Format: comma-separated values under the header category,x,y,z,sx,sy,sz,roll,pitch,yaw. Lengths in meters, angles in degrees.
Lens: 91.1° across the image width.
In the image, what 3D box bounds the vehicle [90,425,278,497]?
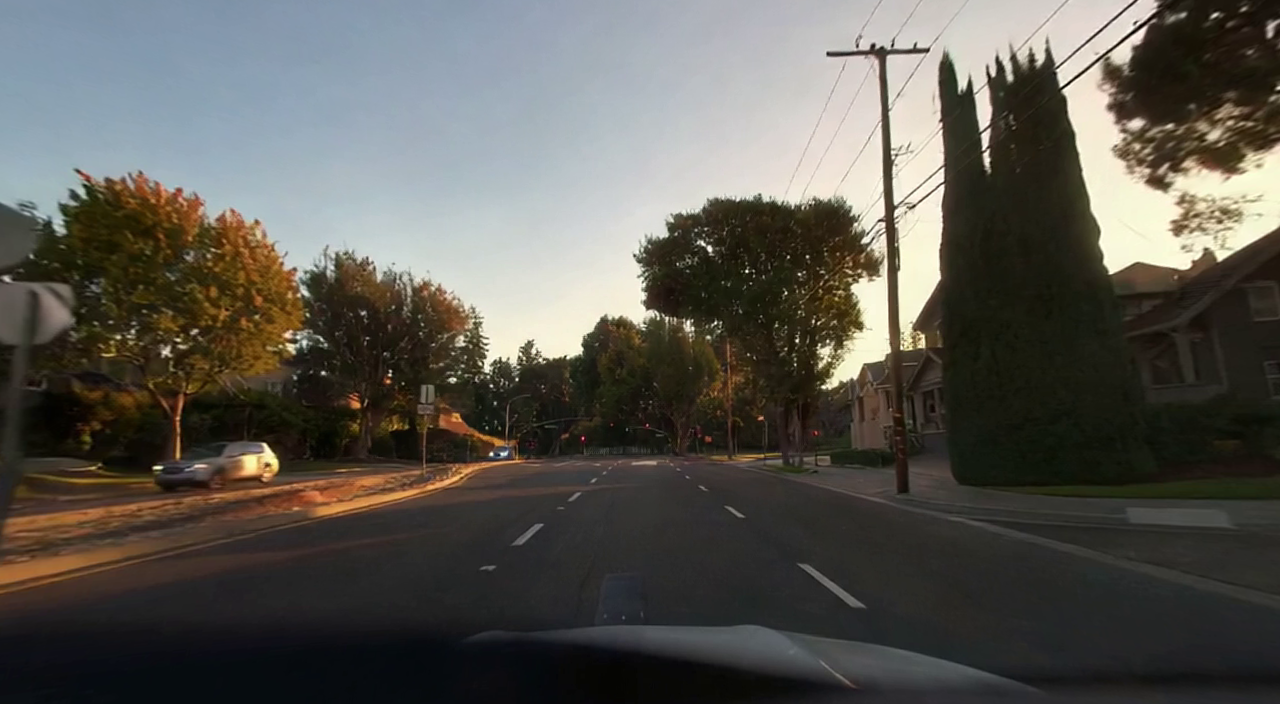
category,x,y,z,sx,sy,sz,roll,pitch,yaw
vehicle,-15.142,3.652,21.437,2.184,2.092,5.593,0,-9,0
